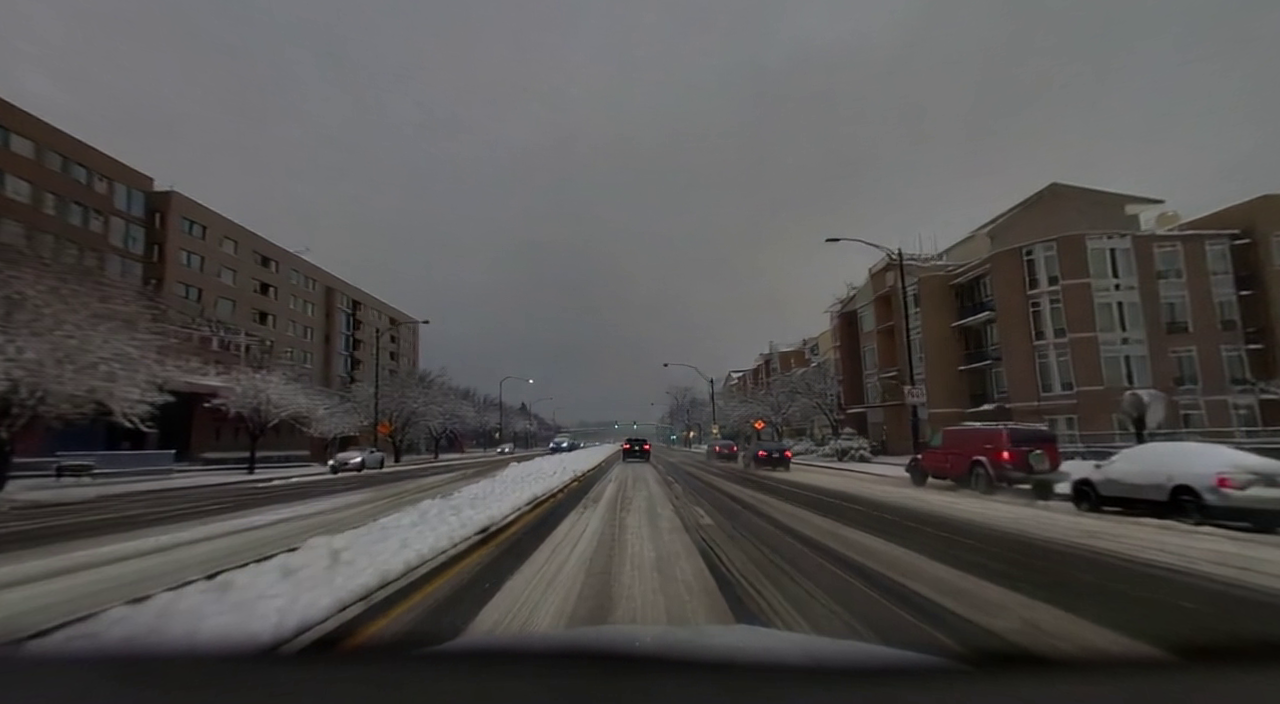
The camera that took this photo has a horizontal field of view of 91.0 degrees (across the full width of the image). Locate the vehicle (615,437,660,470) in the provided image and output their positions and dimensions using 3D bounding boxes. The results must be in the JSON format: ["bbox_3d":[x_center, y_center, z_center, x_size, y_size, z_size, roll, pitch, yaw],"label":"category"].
[{"bbox_3d":[-0.120,5.045,31.435,2.106,1.553,3.964,0,-9,0],"label":"vehicle"}]

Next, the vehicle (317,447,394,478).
[{"bbox_3d":[-15.469,5.998,34.562,1.967,1.574,4.819,0,-9,0],"label":"vehicle"}]

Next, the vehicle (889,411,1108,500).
[{"bbox_3d":[10.137,3.037,18.855,2.441,2.150,6.729,1,-8,-2],"label":"vehicle"}]

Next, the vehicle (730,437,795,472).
[{"bbox_3d":[5.790,4.900,30.314,2.154,1.554,4.149,0,-9,-2],"label":"vehicle"}]

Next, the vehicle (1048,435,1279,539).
[{"bbox_3d":[9.999,2.291,11.450,2.089,1.508,4.323,-1,-8,-2],"label":"vehicle"}]
